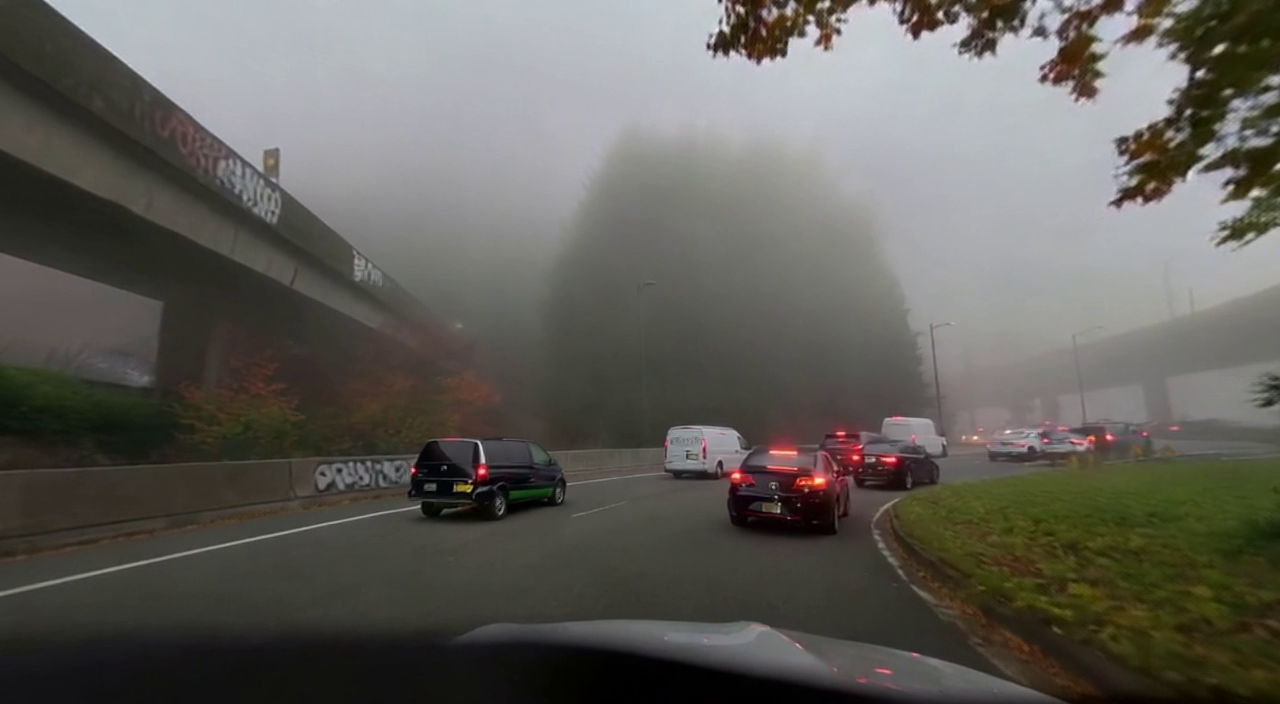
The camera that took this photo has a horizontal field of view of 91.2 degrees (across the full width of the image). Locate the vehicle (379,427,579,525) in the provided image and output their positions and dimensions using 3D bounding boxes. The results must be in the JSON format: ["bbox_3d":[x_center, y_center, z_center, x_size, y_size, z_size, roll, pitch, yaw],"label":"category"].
[{"bbox_3d":[-2.878,2.337,12.283,1.921,1.554,4.081,-3,-9,16],"label":"vehicle"}]

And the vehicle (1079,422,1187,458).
[{"bbox_3d":[22.171,4.001,28.200,3.934,1.485,1.763,3,-10,-17],"label":"vehicle"}]

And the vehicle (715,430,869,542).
[{"bbox_3d":[2.765,2.185,10.785,2.064,1.515,3.722,-4,-10,20],"label":"vehicle"}]

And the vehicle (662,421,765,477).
[{"bbox_3d":[2.758,3.544,22.866,1.835,1.825,4.005,-8,-12,39],"label":"vehicle"}]

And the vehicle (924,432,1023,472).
[{"bbox_3d":[13.358,3.994,25.037,3.902,1.446,1.780,6,-11,-34],"label":"vehicle"}]

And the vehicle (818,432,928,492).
[{"bbox_3d":[7.006,3.212,18.561,1.830,1.519,4.253,-7,-11,36],"label":"vehicle"}]

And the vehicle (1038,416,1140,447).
[{"bbox_3d":[24.382,4.338,34.095,4.309,1.613,1.909,1,-9,-10],"label":"vehicle"}]
